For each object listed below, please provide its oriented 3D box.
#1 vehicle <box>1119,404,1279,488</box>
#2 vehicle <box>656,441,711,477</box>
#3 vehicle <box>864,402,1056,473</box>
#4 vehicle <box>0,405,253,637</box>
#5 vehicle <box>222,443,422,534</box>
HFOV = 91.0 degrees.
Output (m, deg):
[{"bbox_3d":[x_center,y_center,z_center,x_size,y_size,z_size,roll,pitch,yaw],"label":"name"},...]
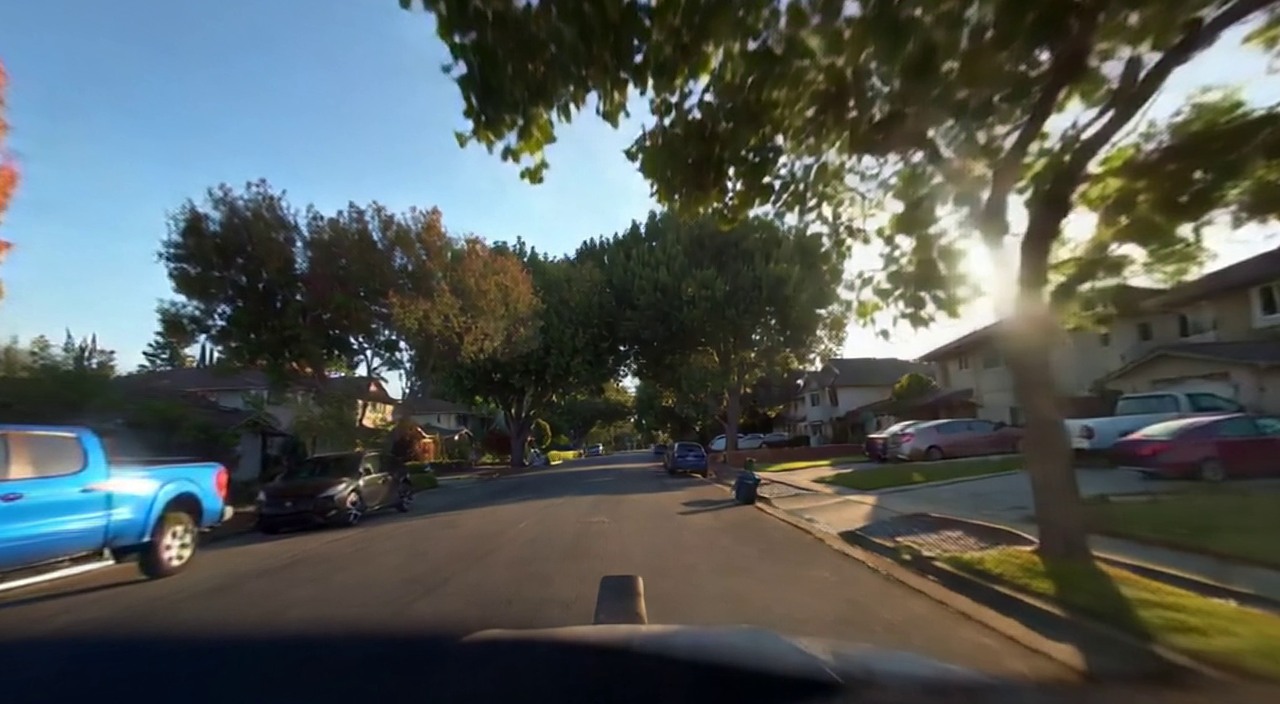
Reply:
[{"bbox_3d":[12.122,1.783,11.987,4.390,1.457,1.861,0,-9,2],"label":"vehicle"},{"bbox_3d":[1.848,4.745,28.208,2.006,1.494,4.211,0,-9,-2],"label":"vehicle"},{"bbox_3d":[10.473,2.845,20.933,5.097,1.824,2.113,-4,-9,-1],"label":"vehicle"},{"bbox_3d":[-6.580,1.514,5.862,2.329,1.947,5.455,0,-9,2],"label":"vehicle"},{"bbox_3d":[-6.518,2.805,13.646,1.995,1.608,4.596,0,-9,-1],"label":"vehicle"}]
